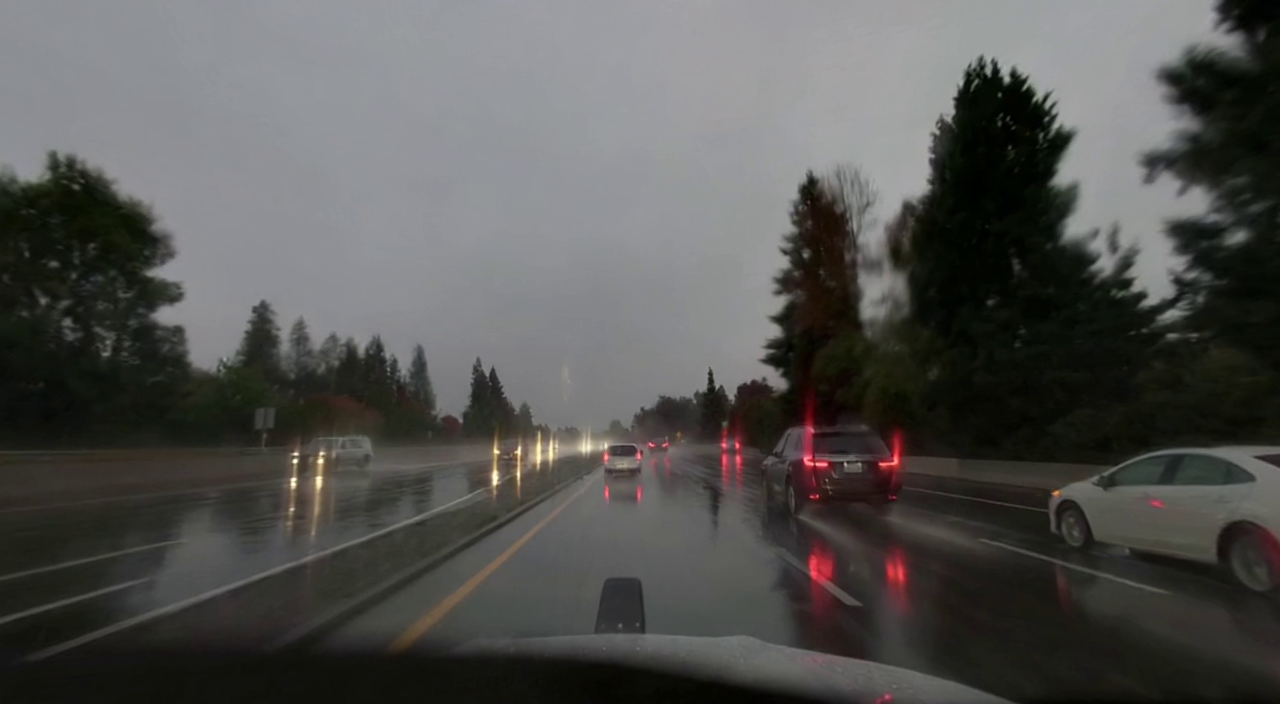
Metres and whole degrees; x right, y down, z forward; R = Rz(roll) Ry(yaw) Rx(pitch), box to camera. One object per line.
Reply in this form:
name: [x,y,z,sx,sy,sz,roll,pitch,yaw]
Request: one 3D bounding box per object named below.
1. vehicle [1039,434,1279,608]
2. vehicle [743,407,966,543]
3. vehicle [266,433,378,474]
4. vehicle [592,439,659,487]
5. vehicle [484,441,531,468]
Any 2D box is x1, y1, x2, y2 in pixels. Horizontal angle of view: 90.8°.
vehicle: [6.662,1.545,6.123,2.434,1.467,4.726,0,-8,-1]
vehicle: [3.311,2.015,10.985,2.186,1.842,4.553,0,-8,-1]
vehicle: [-18.335,5.898,36.991,3.156,2.185,6.457,0,-8,0]
vehicle: [-0.444,3.686,21.315,2.040,1.451,3.736,0,-8,0]
vehicle: [-8.101,6.303,38.996,2.011,1.536,4.411,0,-8,-1]
